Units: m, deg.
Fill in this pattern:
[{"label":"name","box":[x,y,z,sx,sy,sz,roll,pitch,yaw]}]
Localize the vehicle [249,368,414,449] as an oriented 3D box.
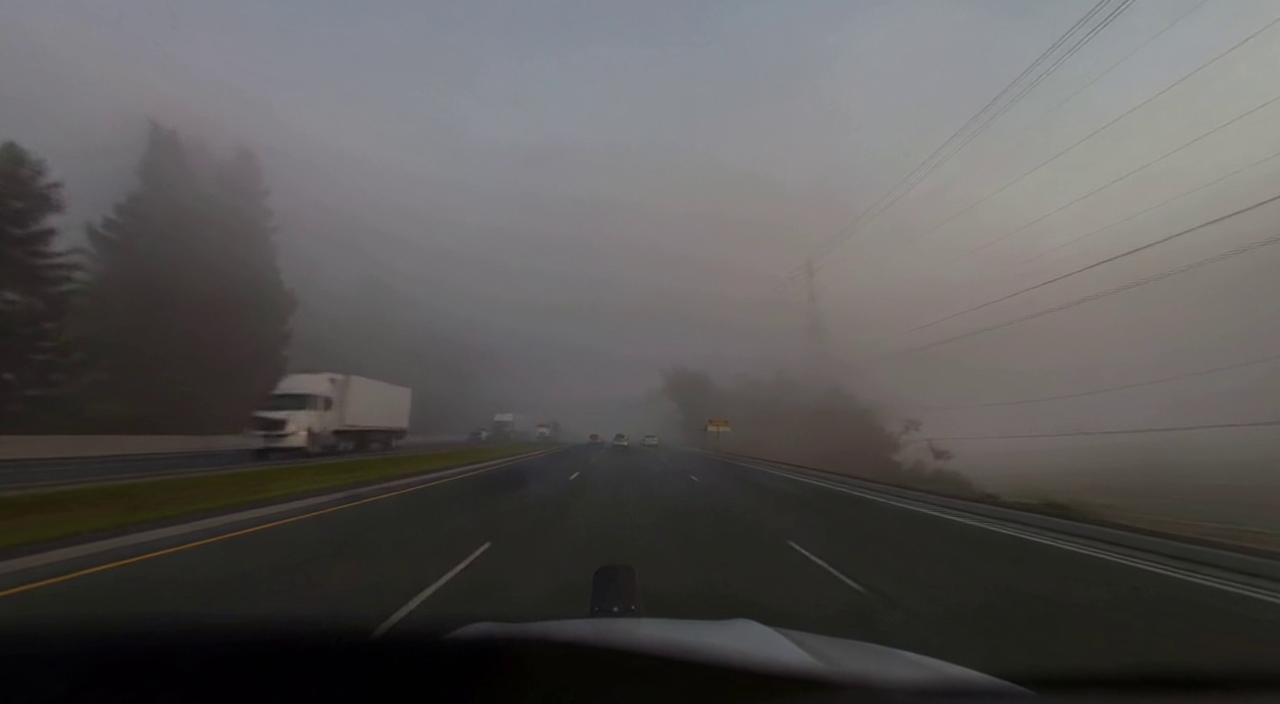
[{"label":"vehicle","box":[-17.495,3.633,37.525,3.576,3.966,13.138,0,-8,-2]}]
